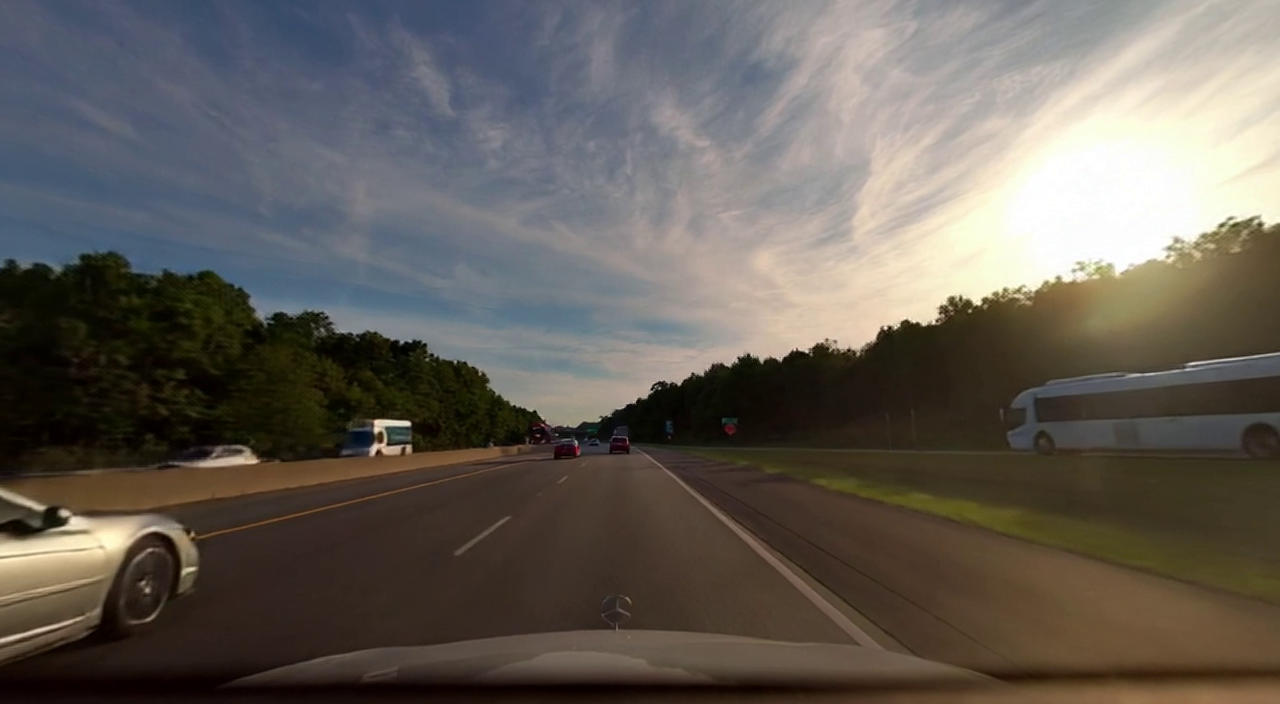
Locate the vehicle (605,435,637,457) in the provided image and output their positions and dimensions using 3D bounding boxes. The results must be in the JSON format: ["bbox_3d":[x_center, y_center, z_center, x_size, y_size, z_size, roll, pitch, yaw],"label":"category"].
[{"bbox_3d":[-1.315,6.524,43.991,2.162,1.460,4.242,0,-8,-1],"label":"vehicle"}]

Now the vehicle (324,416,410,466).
[{"bbox_3d":[-17.628,5.822,41.243,2.612,2.975,6.965,0,-8,-1],"label":"vehicle"}]

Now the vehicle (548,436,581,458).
[{"bbox_3d":[-5.151,6.509,43.502,1.907,1.445,4.049,0,-8,-2],"label":"vehicle"}]

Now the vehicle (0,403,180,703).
[{"bbox_3d":[-4.041,0.863,2.077,1.958,1.477,4.121,0,-8,-1],"label":"vehicle"}]
